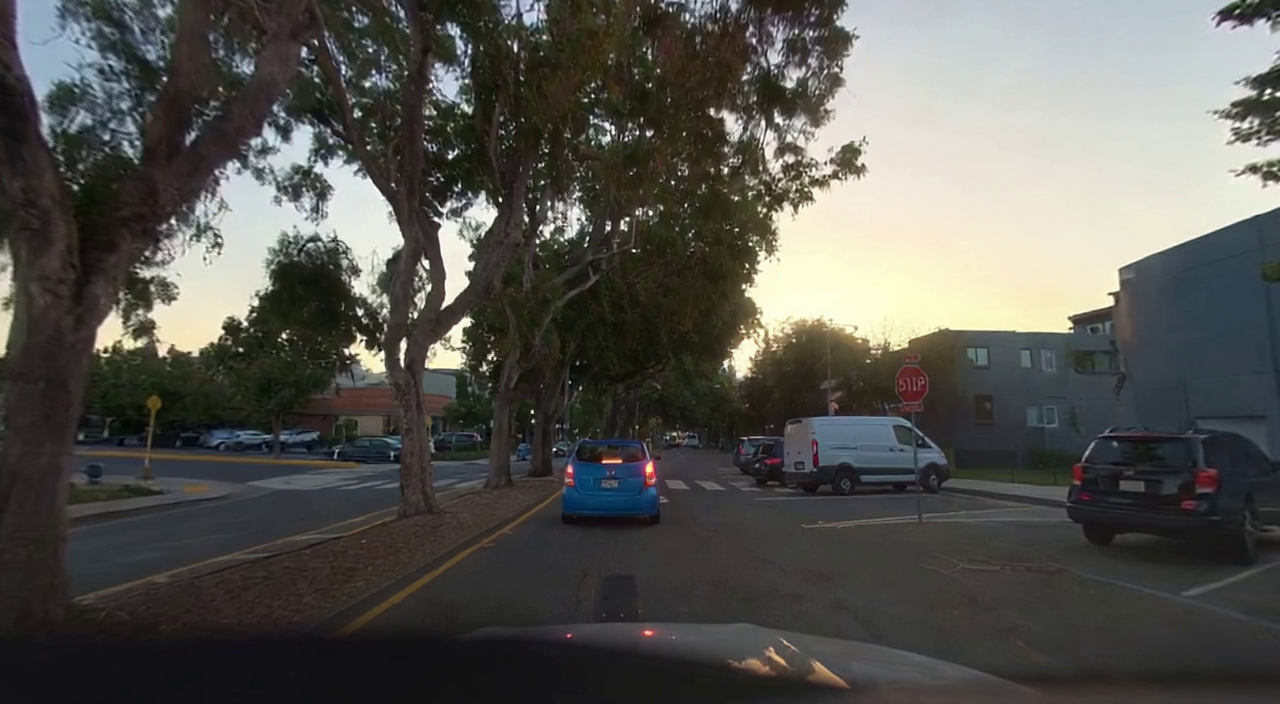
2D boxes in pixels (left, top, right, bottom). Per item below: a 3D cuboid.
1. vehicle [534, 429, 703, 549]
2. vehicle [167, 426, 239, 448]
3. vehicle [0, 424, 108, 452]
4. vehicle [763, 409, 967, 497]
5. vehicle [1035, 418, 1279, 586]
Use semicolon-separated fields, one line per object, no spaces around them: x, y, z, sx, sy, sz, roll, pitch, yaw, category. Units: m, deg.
-0.322;2.020;10.052;2.065;1.450;4.522;0;-8;-2;vehicle
-32.391;6.322;46.863;3.915;1.574;1.850;0;-8;1;vehicle
-32.300;4.740;34.785;4.006;1.491;2.007;1;-9;-6;vehicle
6.337;2.808;17.743;5.385;2.146;2.143;4;-9;-26;vehicle
7.260;1.767;8.234;3.957;1.650;1.971;5;-10;-33;vehicle
